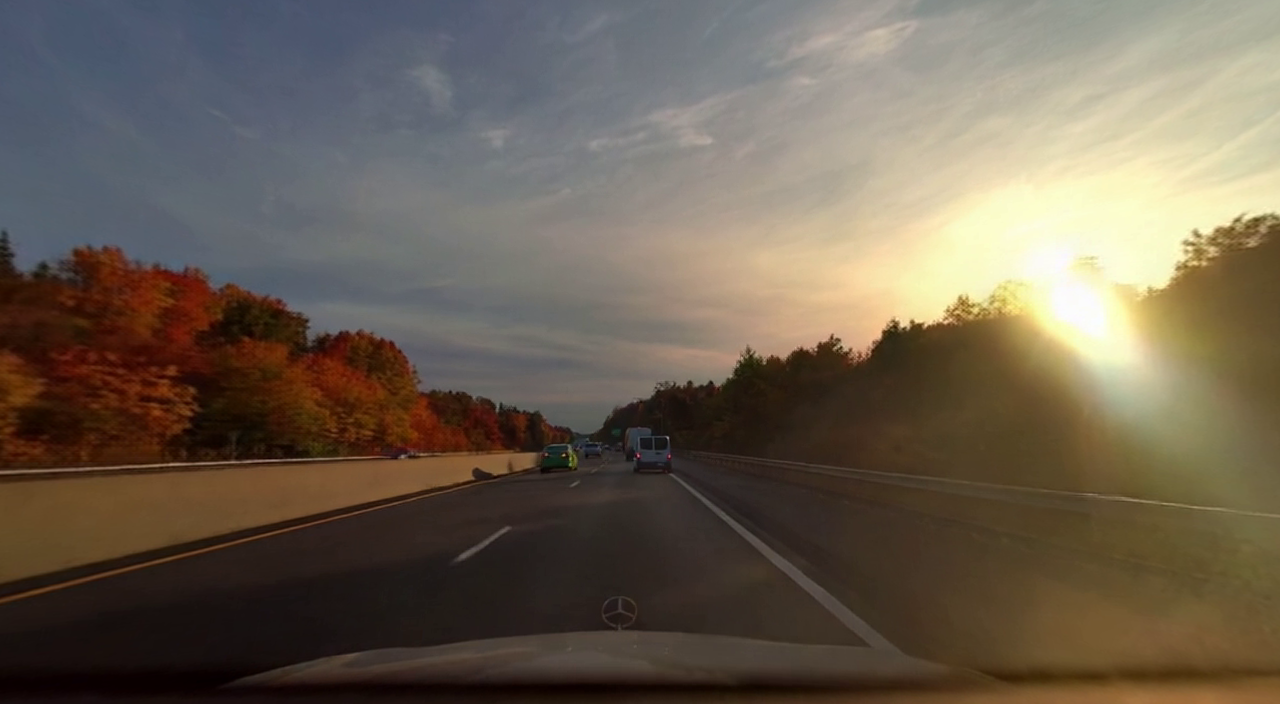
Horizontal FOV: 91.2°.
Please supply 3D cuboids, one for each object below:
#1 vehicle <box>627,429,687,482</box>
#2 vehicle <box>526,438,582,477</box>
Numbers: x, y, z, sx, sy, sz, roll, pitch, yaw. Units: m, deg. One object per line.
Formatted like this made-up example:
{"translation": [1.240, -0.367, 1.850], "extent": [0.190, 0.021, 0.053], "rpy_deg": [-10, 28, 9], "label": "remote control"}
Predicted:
{"translation": [0.588, 4.205, 25.586], "extent": [2.179, 1.930, 4.538], "rpy_deg": [0, -9, -1], "label": "vehicle"}
{"translation": [-4.034, 5.040, 30.046], "extent": [2.088, 1.688, 4.365], "rpy_deg": [0, -9, 0], "label": "vehicle"}
